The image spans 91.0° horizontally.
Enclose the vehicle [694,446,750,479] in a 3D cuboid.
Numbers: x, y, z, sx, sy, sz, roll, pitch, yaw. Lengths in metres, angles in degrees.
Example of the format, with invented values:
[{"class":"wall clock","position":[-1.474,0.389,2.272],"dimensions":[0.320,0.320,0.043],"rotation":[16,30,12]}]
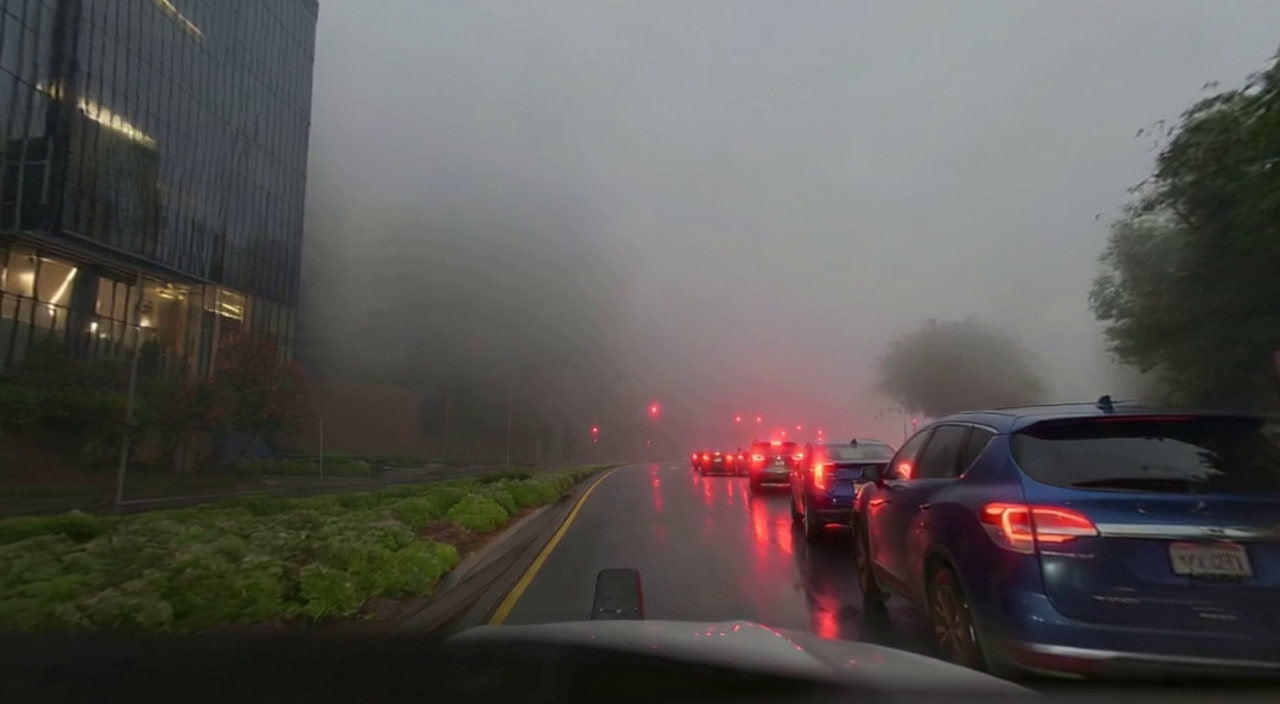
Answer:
[{"class":"vehicle","position":[4.107,5.589,32.177],"dimensions":[2.183,1.553,3.923],"rotation":[0,-9,-2]}]

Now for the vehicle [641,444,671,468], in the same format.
[{"class":"vehicle","position":[1.308,8.132,49.490],"dimensions":[2.121,1.728,4.161],"rotation":[-1,-9,5]}]

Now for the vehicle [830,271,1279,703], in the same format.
[{"class":"vehicle","position":[2.453,1.007,3.475],"dimensions":[2.092,1.703,4.870],"rotation":[-2,-9,10]}]
